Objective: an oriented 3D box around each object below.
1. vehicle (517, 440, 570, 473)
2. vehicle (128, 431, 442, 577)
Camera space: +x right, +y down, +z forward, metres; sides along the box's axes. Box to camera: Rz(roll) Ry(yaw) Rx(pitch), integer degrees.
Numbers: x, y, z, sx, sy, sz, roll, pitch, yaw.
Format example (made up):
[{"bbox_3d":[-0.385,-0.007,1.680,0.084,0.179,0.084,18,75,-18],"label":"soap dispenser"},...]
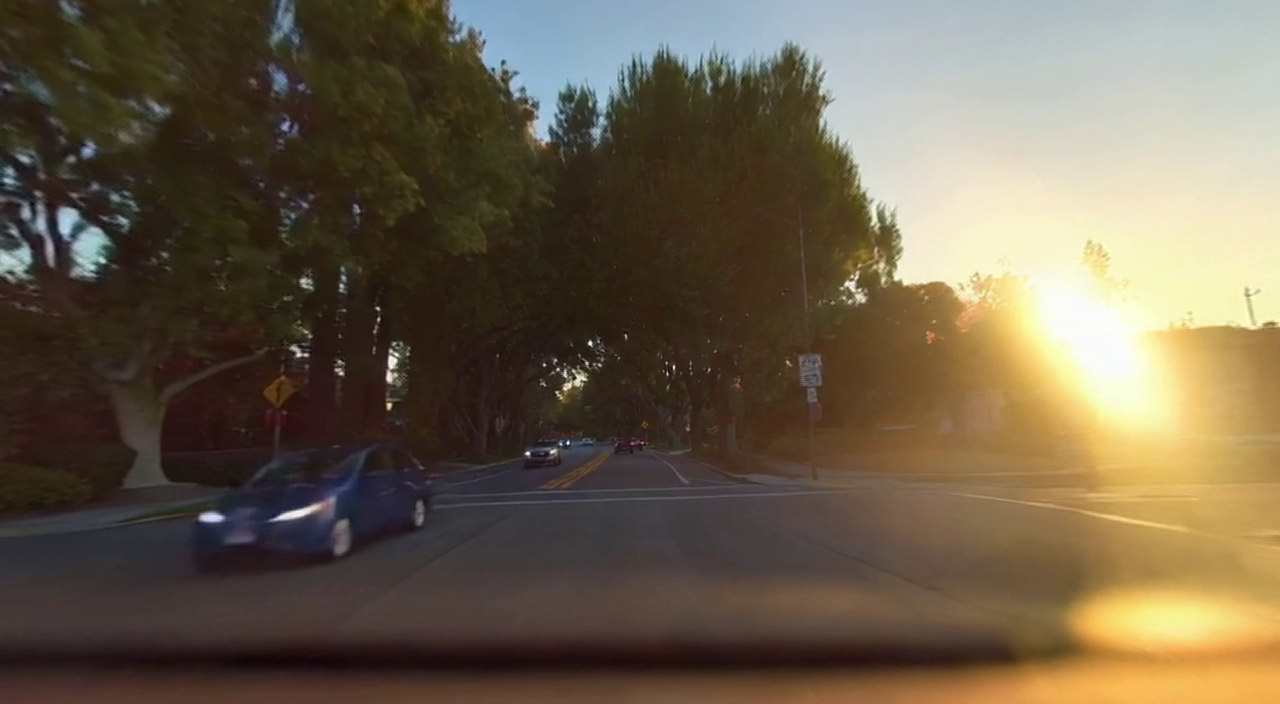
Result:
[{"bbox_3d":[-4.786,5.233,31.887,1.938,1.519,4.227,0,-8,1],"label":"vehicle"},{"bbox_3d":[-4.464,1.927,8.887,1.979,1.532,4.212,0,-8,0],"label":"vehicle"}]
